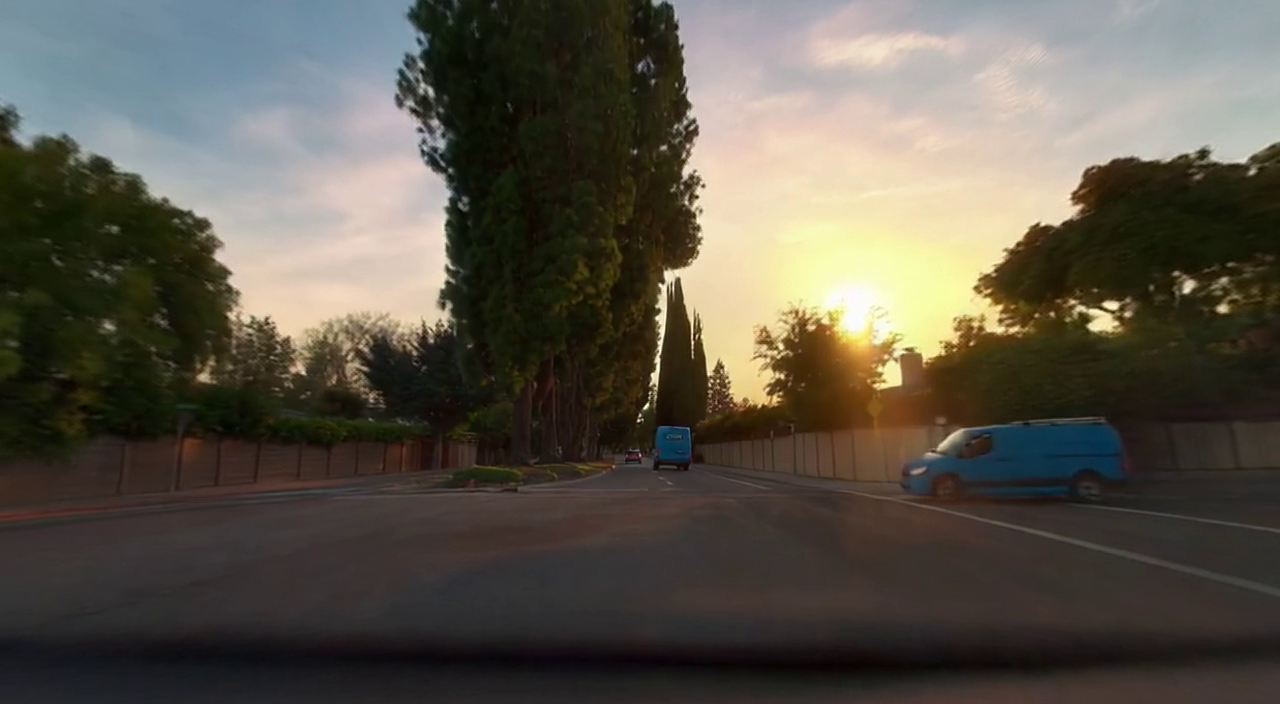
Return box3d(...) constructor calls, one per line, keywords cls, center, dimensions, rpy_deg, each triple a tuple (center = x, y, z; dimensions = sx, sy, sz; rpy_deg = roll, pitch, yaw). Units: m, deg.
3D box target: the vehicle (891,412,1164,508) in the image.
box3d(cls="vehicle", center=(9.170, 2.600, 15.445), dimensions=(4.990, 2.142, 2.488), rpy_deg=(0, -8, 1))
